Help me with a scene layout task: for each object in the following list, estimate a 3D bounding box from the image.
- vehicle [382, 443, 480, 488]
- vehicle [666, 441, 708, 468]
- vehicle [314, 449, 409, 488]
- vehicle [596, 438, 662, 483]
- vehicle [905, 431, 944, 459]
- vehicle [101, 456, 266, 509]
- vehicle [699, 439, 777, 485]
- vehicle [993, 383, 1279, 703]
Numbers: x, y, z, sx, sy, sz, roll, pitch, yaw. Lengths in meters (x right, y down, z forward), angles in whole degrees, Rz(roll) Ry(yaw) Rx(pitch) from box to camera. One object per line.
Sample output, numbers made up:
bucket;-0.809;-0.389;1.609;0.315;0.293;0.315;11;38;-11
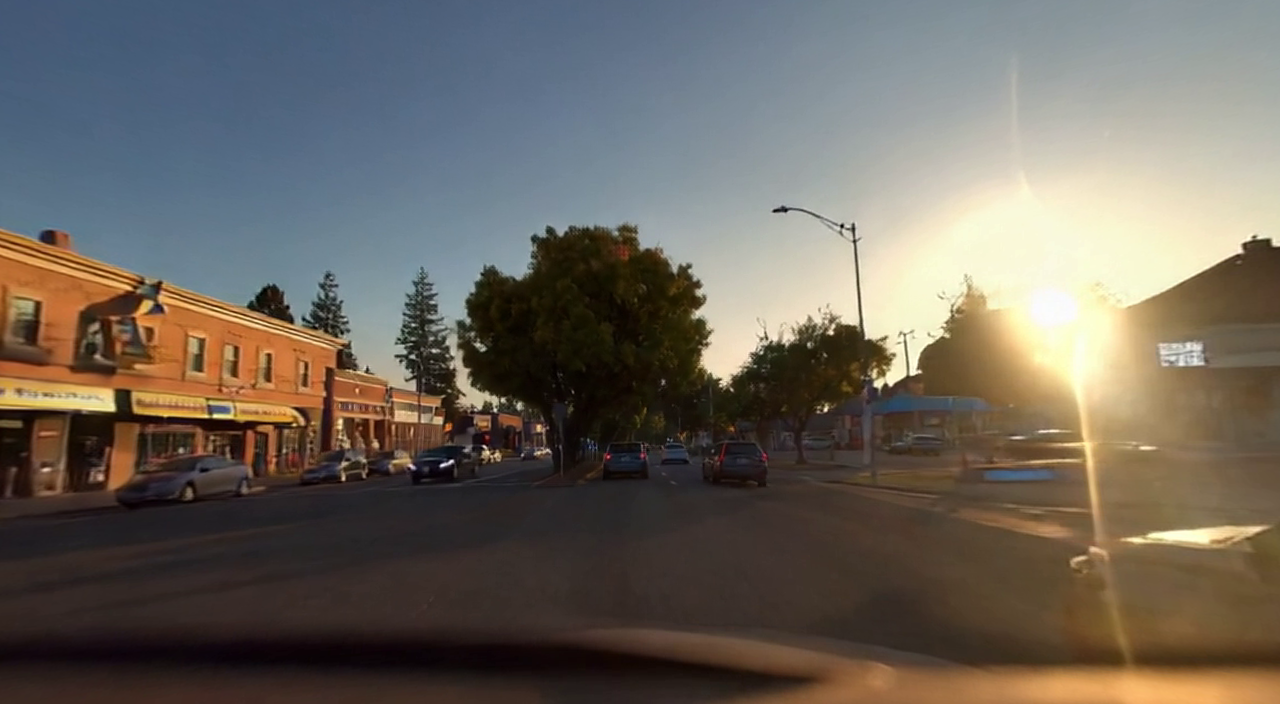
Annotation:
vehicle;-7.969;4.352;24.725;2.240;1.550;4.760;0;-9;0
vehicle;2.765;6.161;38.221;2.098;1.527;3.966;0;-9;-2
vehicle;-11.655;4.885;26.903;1.915;1.473;4.573;0;-9;1
vehicle;-0.413;4.011;23.661;2.232;1.508;4.319;0;-9;-1
vehicle;18.635;6.102;41.329;1.937;1.691;4.746;-5;-10;27
vehicle;-14.970;4.259;21.196;2.007;1.463;4.792;0;-9;-1
vehicle;3.415;3.947;22.946;2.060;1.471;4.168;0;-9;-1
vehicle;3.147;0.747;1.367;2.097;1.502;4.470;0;-9;-1
